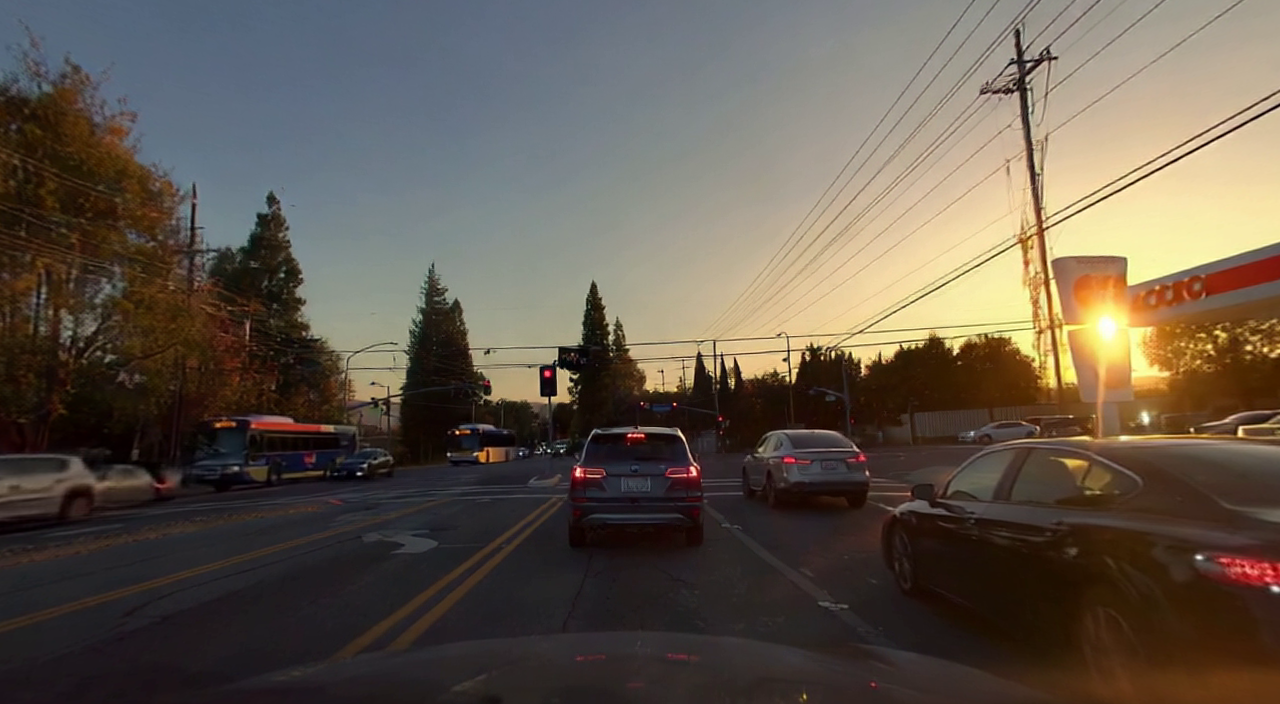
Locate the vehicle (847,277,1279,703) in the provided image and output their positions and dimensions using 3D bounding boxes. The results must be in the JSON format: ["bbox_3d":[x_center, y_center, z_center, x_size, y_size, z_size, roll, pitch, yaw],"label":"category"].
[{"bbox_3d":[3.088,0.958,3.988,2.049,1.813,4.245,0,-9,-1],"label":"vehicle"}]

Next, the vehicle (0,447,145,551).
[{"bbox_3d":[-10.295,2.174,9.416,2.030,1.498,4.690,0,-9,0],"label":"vehicle"}]

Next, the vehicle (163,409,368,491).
[{"bbox_3d":[-18.727,5.124,33.376,3.010,3.475,12.655,0,-9,1],"label":"vehicle"}]

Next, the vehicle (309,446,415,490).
[{"bbox_3d":[-10.499,4.376,24.283,1.976,1.483,4.630,0,-9,0],"label":"vehicle"}]

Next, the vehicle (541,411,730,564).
[{"bbox_3d":[-0.104,1.805,9.118,2.087,1.677,4.053,0,-9,-2],"label":"vehicle"}]

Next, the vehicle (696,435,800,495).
[{"bbox_3d":[2.892,3.165,18.033,2.040,1.481,4.407,0,-9,-2],"label":"vehicle"}]
